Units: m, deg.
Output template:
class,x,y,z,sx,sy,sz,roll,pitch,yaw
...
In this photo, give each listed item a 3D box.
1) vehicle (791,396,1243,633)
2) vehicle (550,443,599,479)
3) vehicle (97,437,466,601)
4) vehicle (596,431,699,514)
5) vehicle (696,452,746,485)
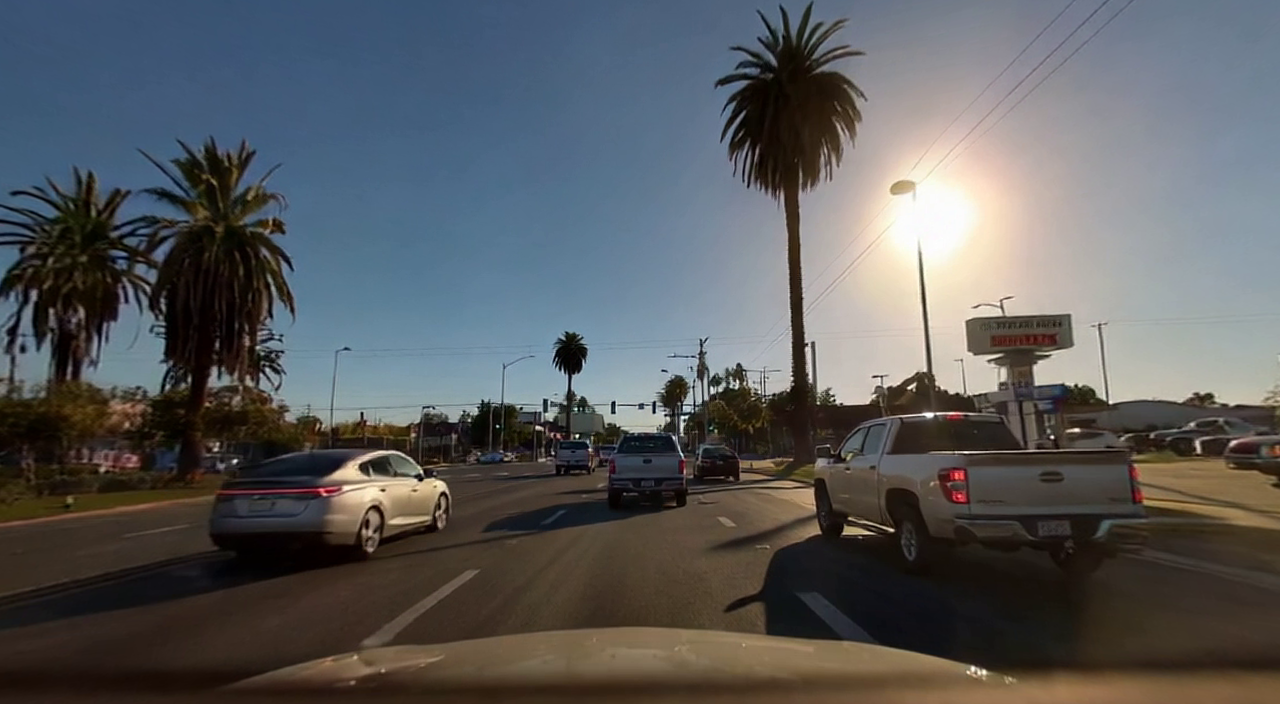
class,x,y,z,sx,sy,sz,roll,pitch,yaw
vehicle,3.595,1.671,7.709,2.120,1.828,5.531,0,-9,0
vehicle,-3.512,5.951,34.554,2.071,1.811,4.605,0,-9,2
vehicle,-4.022,1.913,8.281,1.983,1.502,4.720,0,-9,2
vehicle,0.206,3.125,16.881,2.295,1.835,5.471,0,-9,1
vehicle,3.750,5.451,29.768,1.901,1.401,3.965,0,-9,1
